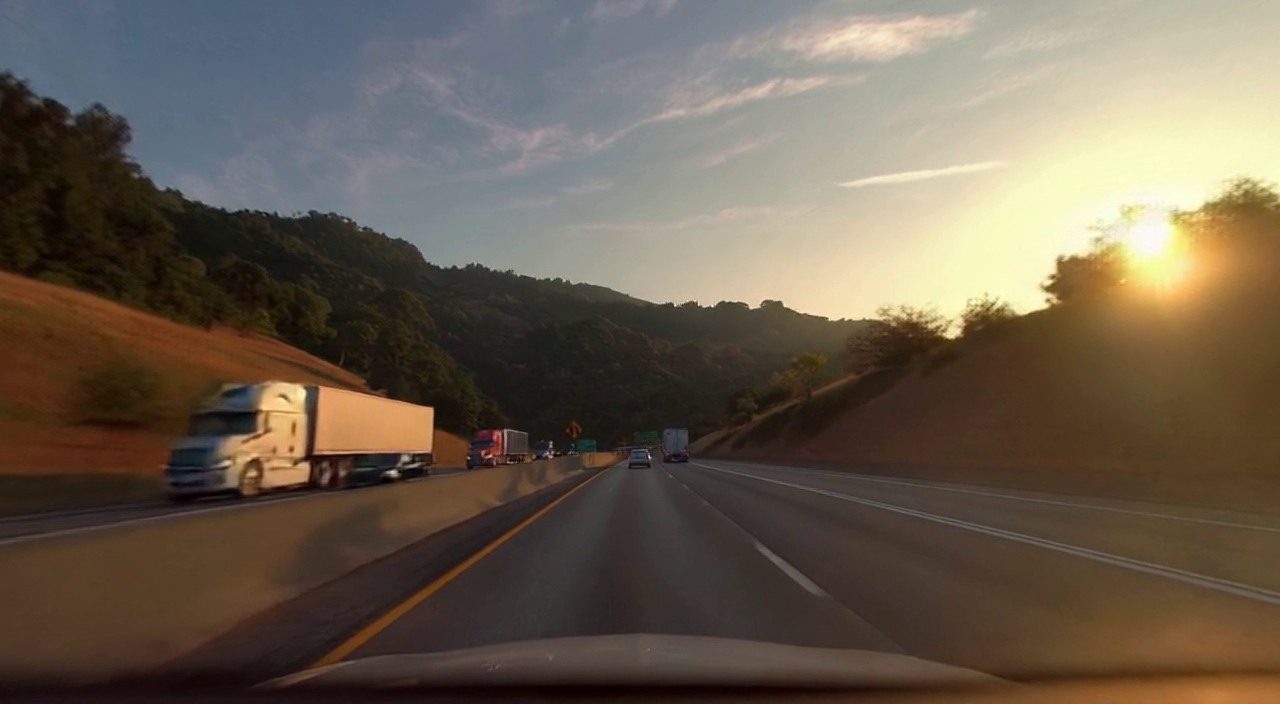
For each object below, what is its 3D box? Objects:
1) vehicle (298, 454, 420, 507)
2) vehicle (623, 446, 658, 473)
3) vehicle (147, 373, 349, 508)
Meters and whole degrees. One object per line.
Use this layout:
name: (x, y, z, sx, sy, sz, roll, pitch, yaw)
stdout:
vehicle: (-8.825, 4.026, 20.265, 1.912, 1.462, 4.317, 0, -9, 0)
vehicle: (0.019, 7.025, 41.489, 2.137, 1.689, 4.051, 0, -9, 0)
vehicle: (-12.928, 3.045, 21.619, 2.949, 3.947, 5.850, 0, -9, 0)
